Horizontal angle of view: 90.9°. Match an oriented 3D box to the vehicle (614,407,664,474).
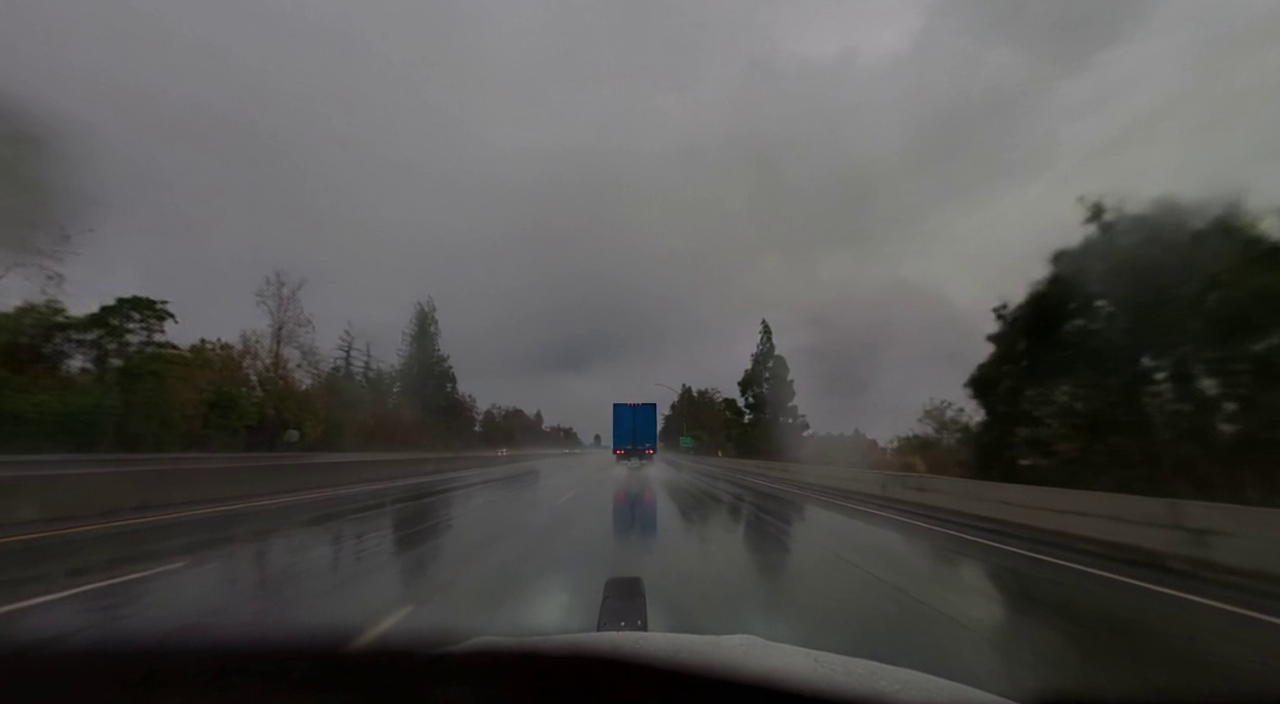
[{"bbox_3d":[-0.092,6.129,42.992,2.982,3.947,11.075,0,-9,0],"label":"vehicle"}]
